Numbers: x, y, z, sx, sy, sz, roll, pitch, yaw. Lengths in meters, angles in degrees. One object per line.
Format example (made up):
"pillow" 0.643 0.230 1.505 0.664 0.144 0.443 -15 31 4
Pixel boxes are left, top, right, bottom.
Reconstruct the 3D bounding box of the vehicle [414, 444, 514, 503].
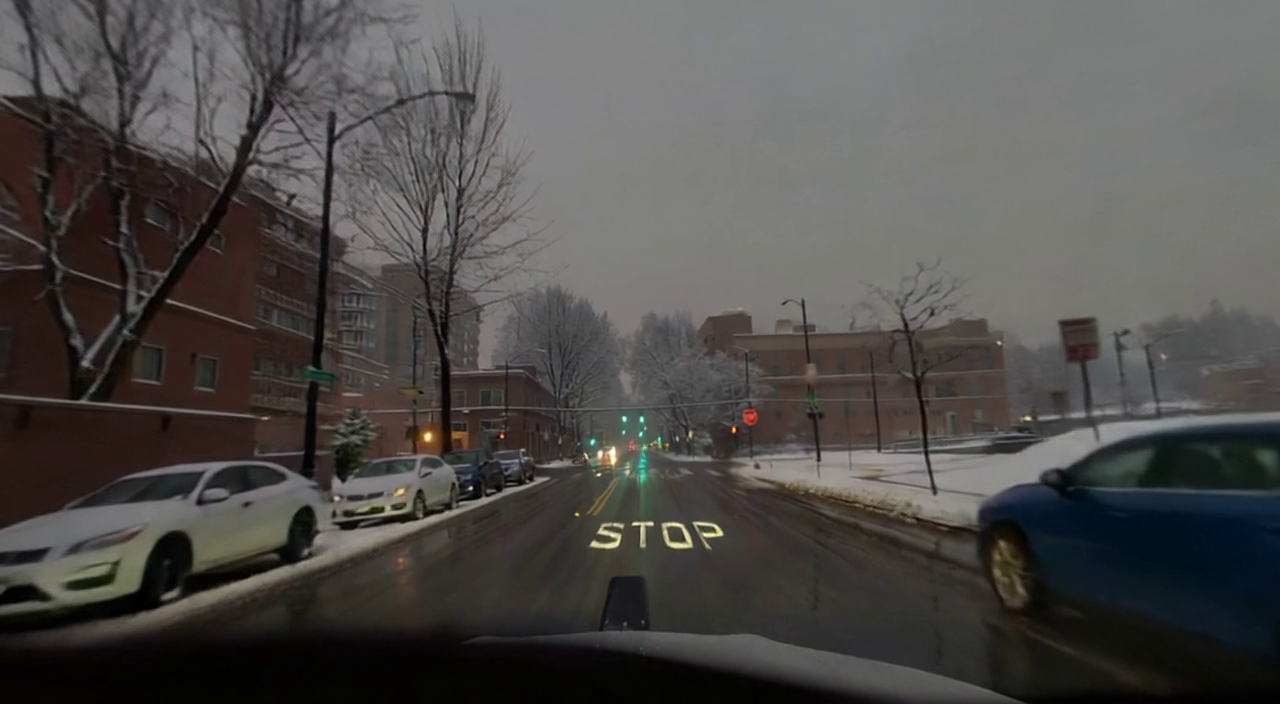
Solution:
"vehicle" -5.440 3.784 20.175 1.901 1.631 4.570 0 -8 0

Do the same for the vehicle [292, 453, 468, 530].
"vehicle" -5.682 3.079 14.560 2.131 1.407 4.547 0 -8 0

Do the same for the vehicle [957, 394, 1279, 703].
"vehicle" 3.735 1.017 3.104 1.978 1.554 4.192 0 -8 -3

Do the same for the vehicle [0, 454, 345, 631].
"vehicle" -5.585 2.034 7.762 1.834 1.463 4.337 0 -8 -1
